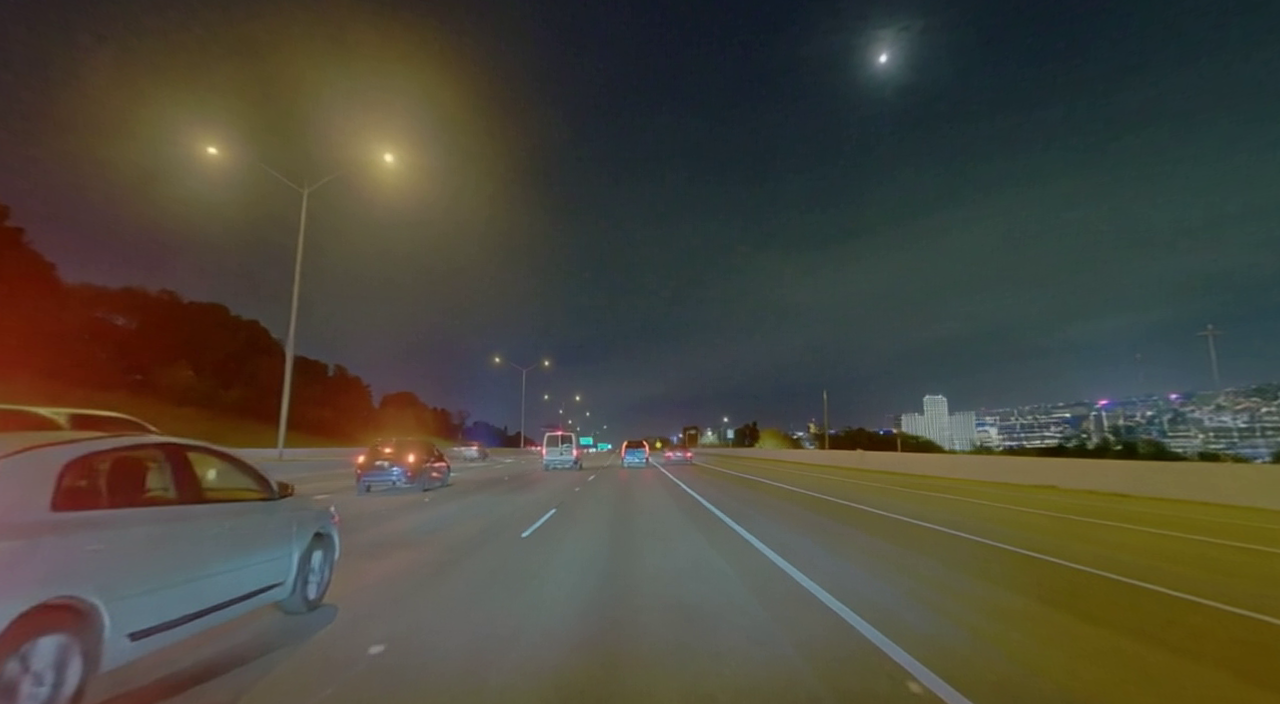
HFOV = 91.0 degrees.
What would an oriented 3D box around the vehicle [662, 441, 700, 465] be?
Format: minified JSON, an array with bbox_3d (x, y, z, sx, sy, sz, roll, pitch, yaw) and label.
[{"bbox_3d":[2.684,6.828,42.635,2.127,1.513,4.501,0,-9,-2],"label":"vehicle"}]

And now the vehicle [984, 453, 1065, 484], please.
[{"bbox_3d":[20.948,6.360,34.531,1.789,1.531,3.983,0,-9,-2],"label":"vehicle"}]

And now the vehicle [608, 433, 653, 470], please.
[{"bbox_3d":[-0.472,5.228,33.284,2.207,1.807,4.199,0,-9,0],"label":"vehicle"}]

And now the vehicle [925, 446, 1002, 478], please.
[{"bbox_3d":[20.841,7.069,40.824,2.083,1.873,5.209,0,-9,-2],"label":"vehicle"}]

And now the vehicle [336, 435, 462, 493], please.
[{"bbox_3d":[-6.931,3.265,18.715,1.959,1.493,4.575,0,-9,0],"label":"vehicle"}]

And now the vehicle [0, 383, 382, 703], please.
[{"bbox_3d":[-3.296,1.040,3.394,1.963,1.507,4.172,0,-9,1],"label":"vehicle"}]

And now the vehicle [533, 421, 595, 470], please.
[{"bbox_3d":[-3.800,4.861,32.578,2.504,2.276,5.933,0,-9,-1],"label":"vehicle"}]
